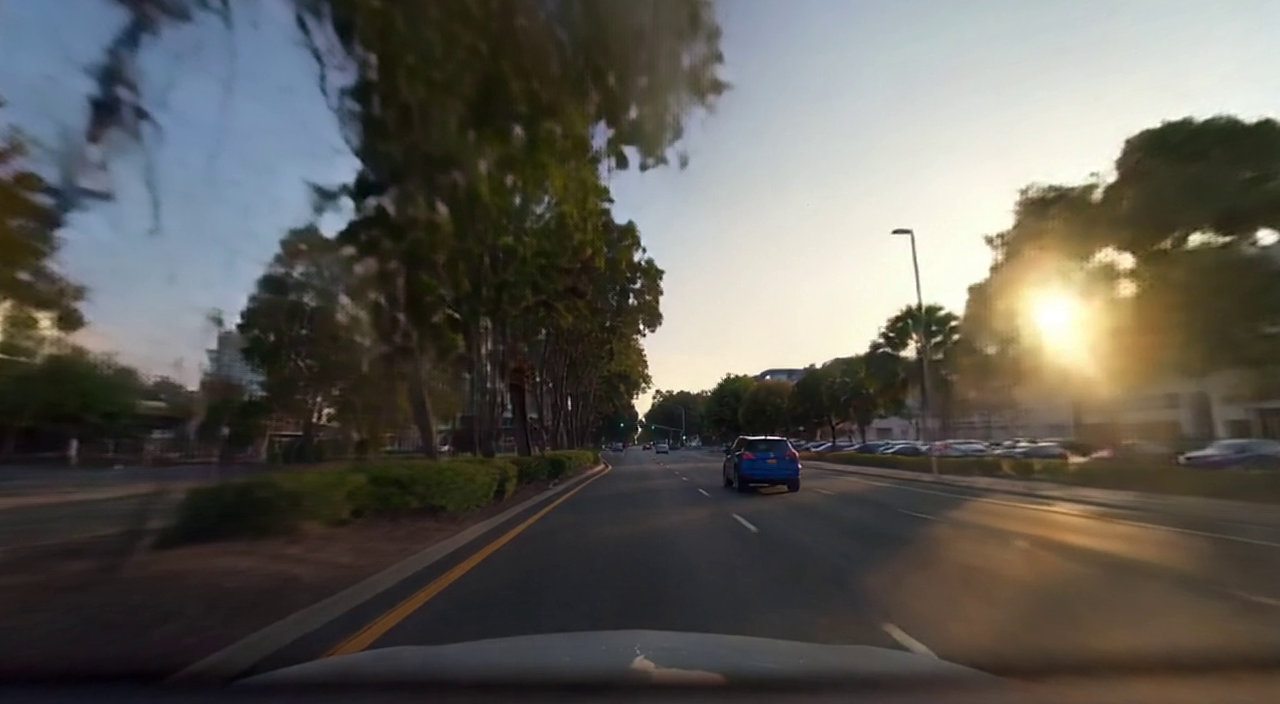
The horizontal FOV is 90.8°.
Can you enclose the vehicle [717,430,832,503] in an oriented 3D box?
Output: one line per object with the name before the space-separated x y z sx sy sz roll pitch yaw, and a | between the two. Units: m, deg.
vehicle | 3.443 3.023 17.044 2.072 1.696 4.177 0 -8 -1
